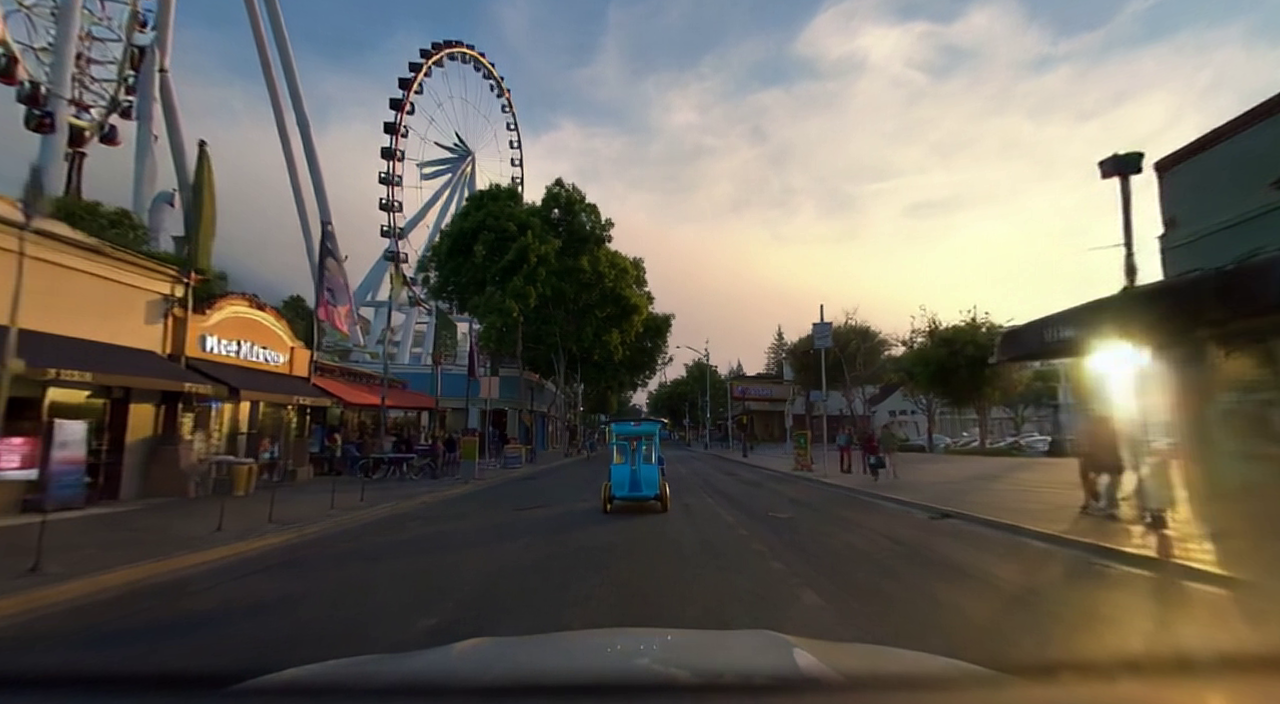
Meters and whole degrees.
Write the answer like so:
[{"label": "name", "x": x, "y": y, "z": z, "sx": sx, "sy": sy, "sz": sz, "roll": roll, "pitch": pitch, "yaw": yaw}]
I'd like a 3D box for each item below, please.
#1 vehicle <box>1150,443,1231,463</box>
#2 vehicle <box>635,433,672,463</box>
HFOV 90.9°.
[{"label": "vehicle", "x": 41.711, "y": 7.653, "z": 47.844, "sx": 4.120, "sy": 1.445, "sz": 1.893, "roll": -2, "pitch": -8, "yaw": 10}, {"label": "vehicle", "x": 0.838, "y": 6.087, "z": 39.928, "sx": 2.221, "sy": 1.773, "sz": 4.228, "roll": -1, "pitch": -8, "yaw": 1}]
